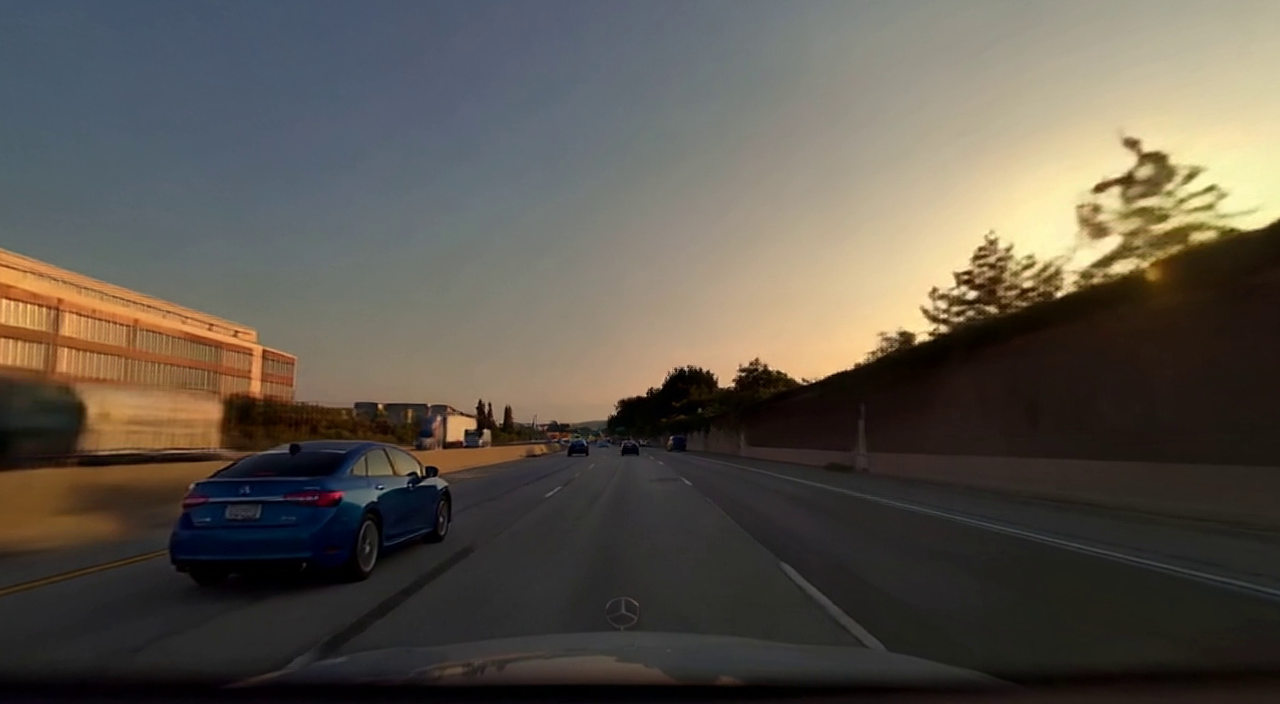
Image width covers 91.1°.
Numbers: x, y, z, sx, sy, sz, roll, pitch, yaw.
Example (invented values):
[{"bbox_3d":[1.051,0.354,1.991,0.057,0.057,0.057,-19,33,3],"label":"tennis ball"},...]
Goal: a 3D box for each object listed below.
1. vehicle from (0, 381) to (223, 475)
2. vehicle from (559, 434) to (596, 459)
[{"bbox_3d":[-21.055,3.173,25.771,2.736,3.286,7.373,0,-8,0],"label":"vehicle"},{"bbox_3d":[-4.342,6.663,44.261,2.271,1.626,4.463,0,-8,-1],"label":"vehicle"}]
